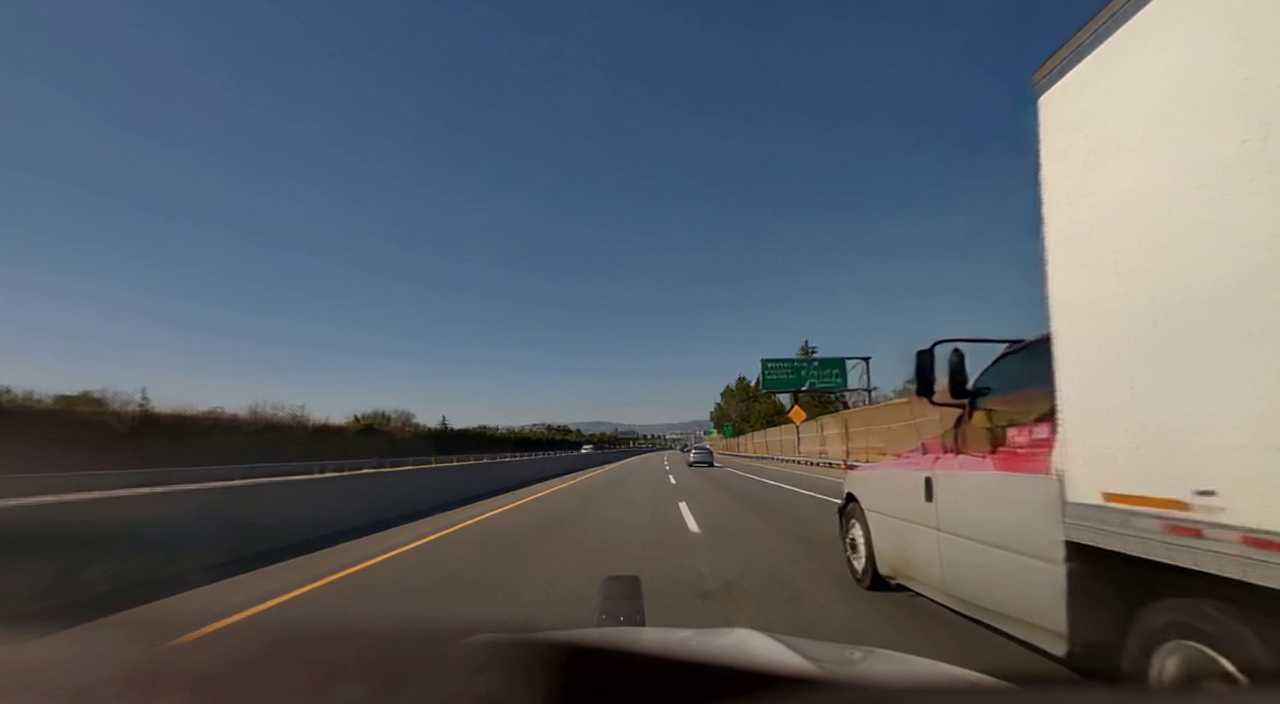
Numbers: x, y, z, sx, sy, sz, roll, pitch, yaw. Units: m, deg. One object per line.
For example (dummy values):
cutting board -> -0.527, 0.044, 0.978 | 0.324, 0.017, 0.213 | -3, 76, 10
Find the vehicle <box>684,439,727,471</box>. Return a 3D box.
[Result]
vehicle -> 4.272, 6.830, 41.894 | 2.309, 2.003, 5.139 | 0, -9, 0
